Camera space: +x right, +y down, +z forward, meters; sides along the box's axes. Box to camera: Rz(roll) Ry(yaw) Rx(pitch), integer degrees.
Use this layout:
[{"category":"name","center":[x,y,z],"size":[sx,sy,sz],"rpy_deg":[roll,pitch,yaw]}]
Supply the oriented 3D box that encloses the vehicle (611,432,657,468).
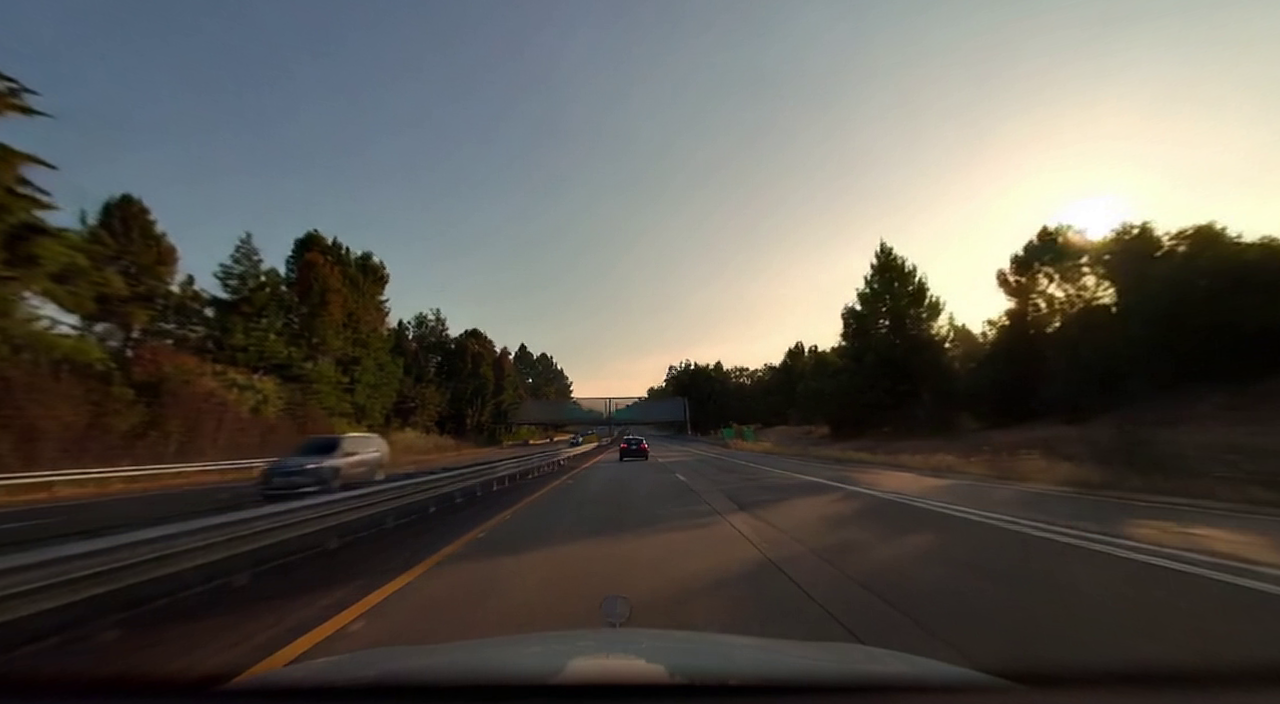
[{"category":"vehicle","center":[-0.296,4.347,28.118],"size":[1.897,1.479,3.724],"rpy_deg":[0,-8,-2]}]

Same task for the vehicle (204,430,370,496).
[{"category":"vehicle","center":[-9.286,2.915,17.082],"size":[1.963,1.528,4.497],"rpy_deg":[0,-8,-1]}]
